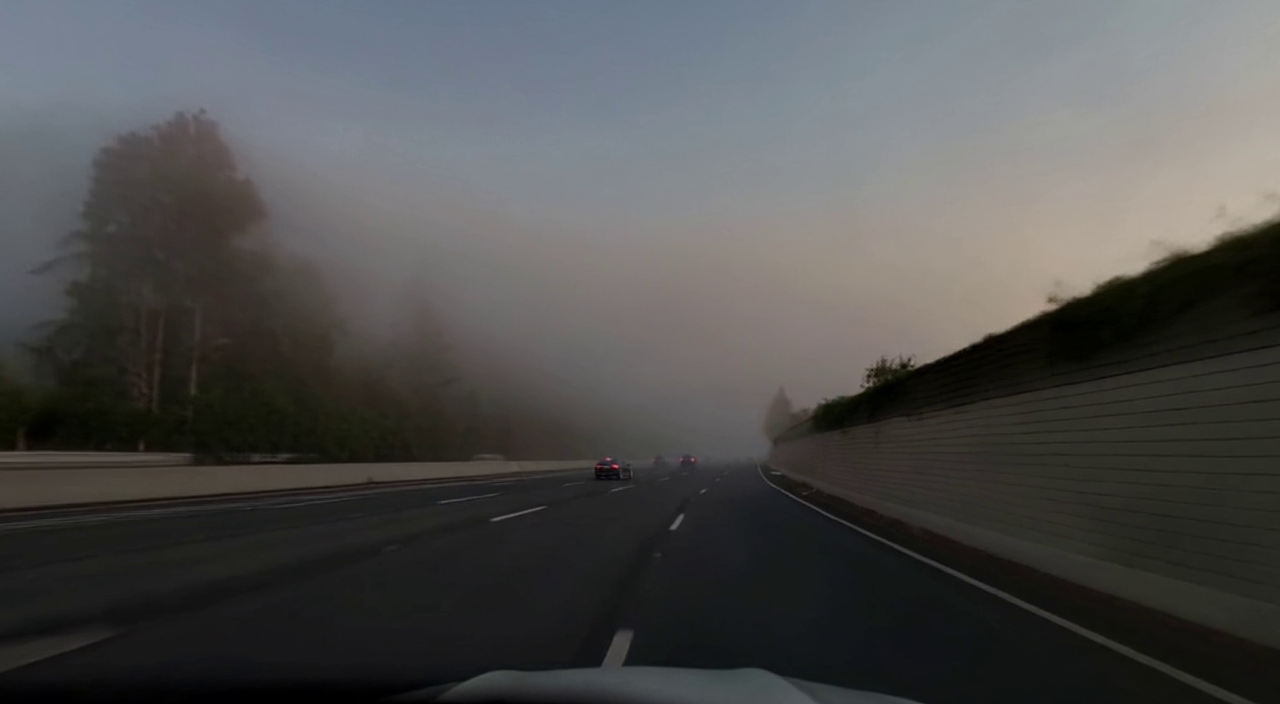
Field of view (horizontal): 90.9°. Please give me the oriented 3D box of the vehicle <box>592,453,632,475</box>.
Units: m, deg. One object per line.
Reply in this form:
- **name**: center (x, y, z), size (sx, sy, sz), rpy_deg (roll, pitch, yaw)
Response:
- **vehicle**: center (-1.967, 8.104, 45.698), size (1.699, 1.461, 4.924), rpy_deg (-2, -9, 12)

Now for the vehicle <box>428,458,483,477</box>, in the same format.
- **vehicle**: center (-13.250, 8.339, 45.622), size (1.793, 1.238, 4.760), rpy_deg (-2, -9, 11)
